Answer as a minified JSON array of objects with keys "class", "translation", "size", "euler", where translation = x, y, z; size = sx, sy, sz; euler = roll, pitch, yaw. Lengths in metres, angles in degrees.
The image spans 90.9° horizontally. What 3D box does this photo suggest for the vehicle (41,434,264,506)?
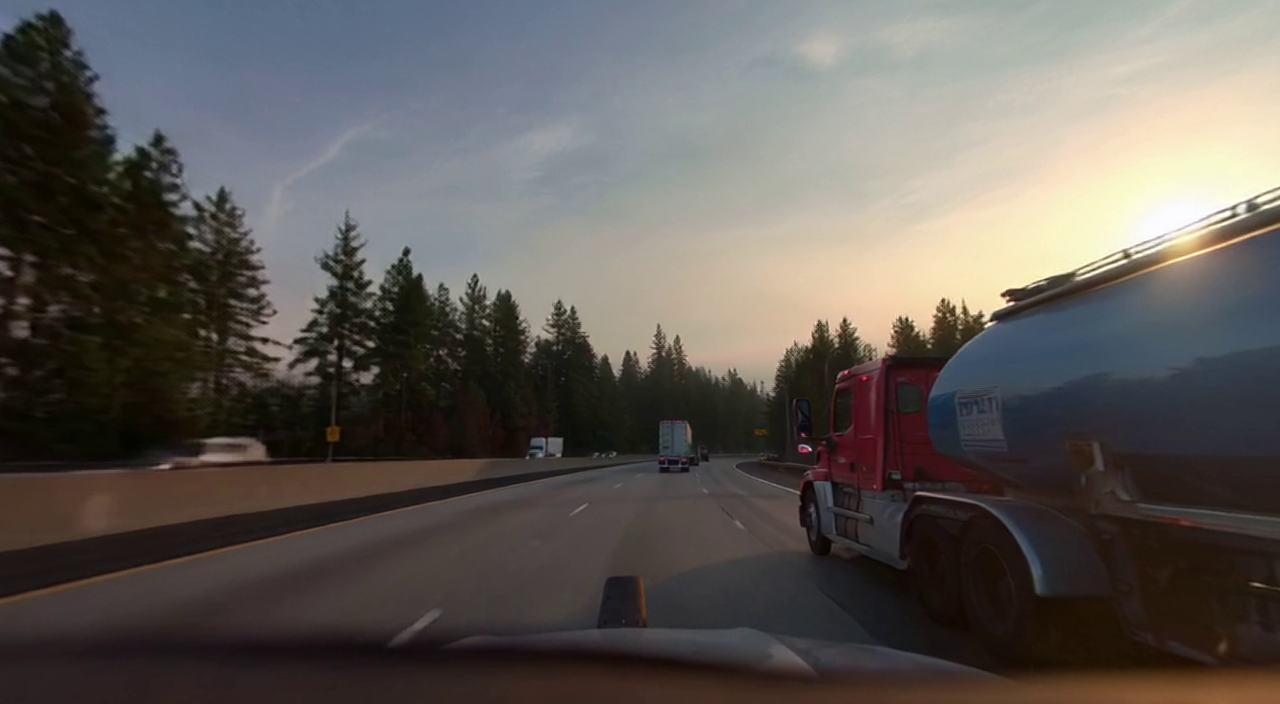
[{"class":"vehicle","translation":[-13.030,3.147,17.402],"size":[2.175,1.685,4.797],"euler":[0,-8,2]}]
